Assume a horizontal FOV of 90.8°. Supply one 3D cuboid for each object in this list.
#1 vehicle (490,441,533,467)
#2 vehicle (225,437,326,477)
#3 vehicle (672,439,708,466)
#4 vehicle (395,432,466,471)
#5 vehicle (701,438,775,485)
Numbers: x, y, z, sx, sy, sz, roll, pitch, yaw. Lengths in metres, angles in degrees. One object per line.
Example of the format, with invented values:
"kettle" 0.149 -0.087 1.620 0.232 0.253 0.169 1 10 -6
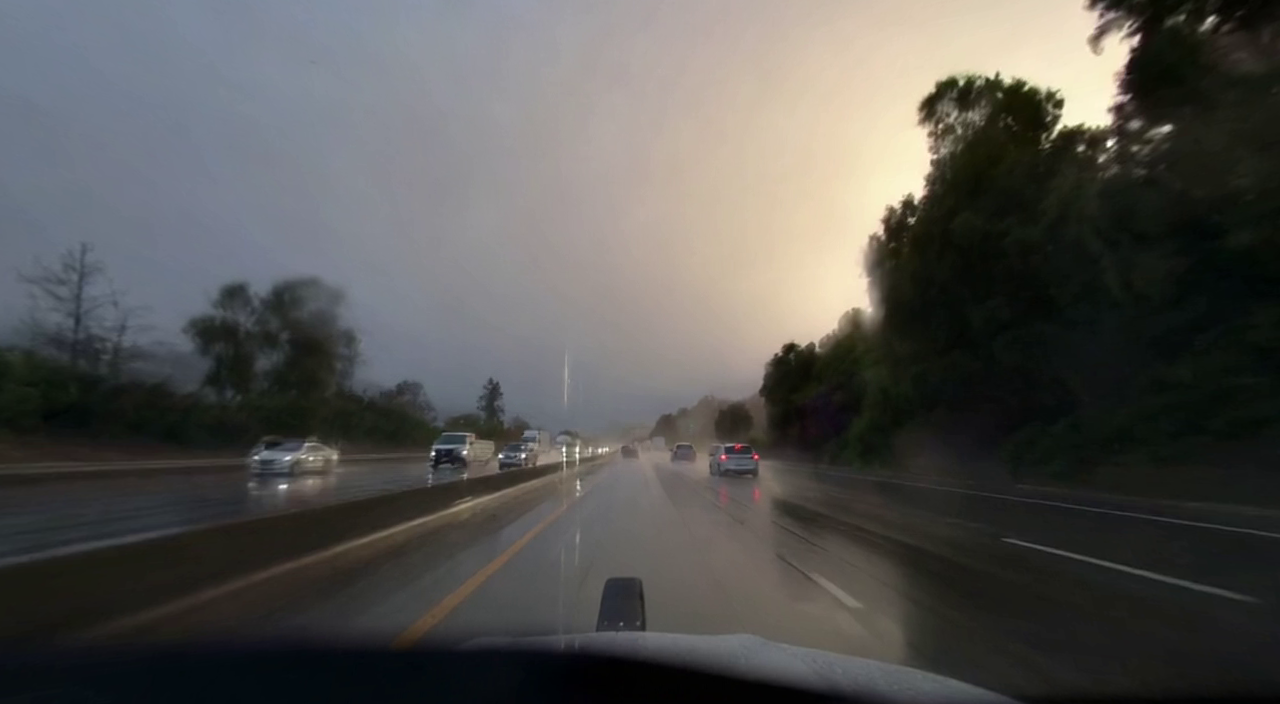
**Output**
"vehicle" -8.107 6.490 40.252 1.891 1.529 4.218 0 -9 0
"vehicle" -16.524 4.779 28.891 1.922 1.695 4.498 0 -9 0
"vehicle" 3.456 7.127 44.794 2.070 1.751 4.576 0 -9 -2
"vehicle" -11.645 5.585 35.466 2.234 1.981 5.152 0 -9 0
"vehicle" 3.593 4.110 23.861 2.023 1.603 4.159 0 -9 -2
